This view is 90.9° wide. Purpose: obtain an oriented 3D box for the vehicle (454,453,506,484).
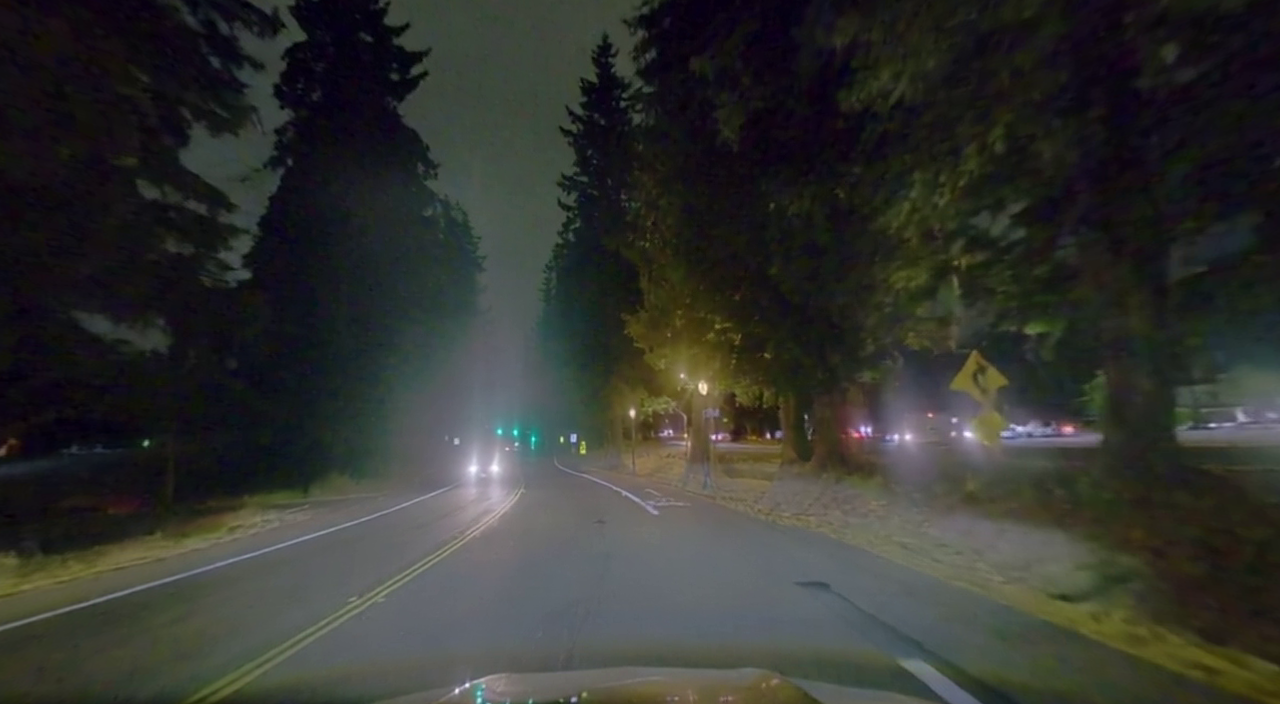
[{"bbox_3d":[-8.239,5.995,32.753,2.125,1.440,4.450,1,-9,-8],"label":"vehicle"}]
